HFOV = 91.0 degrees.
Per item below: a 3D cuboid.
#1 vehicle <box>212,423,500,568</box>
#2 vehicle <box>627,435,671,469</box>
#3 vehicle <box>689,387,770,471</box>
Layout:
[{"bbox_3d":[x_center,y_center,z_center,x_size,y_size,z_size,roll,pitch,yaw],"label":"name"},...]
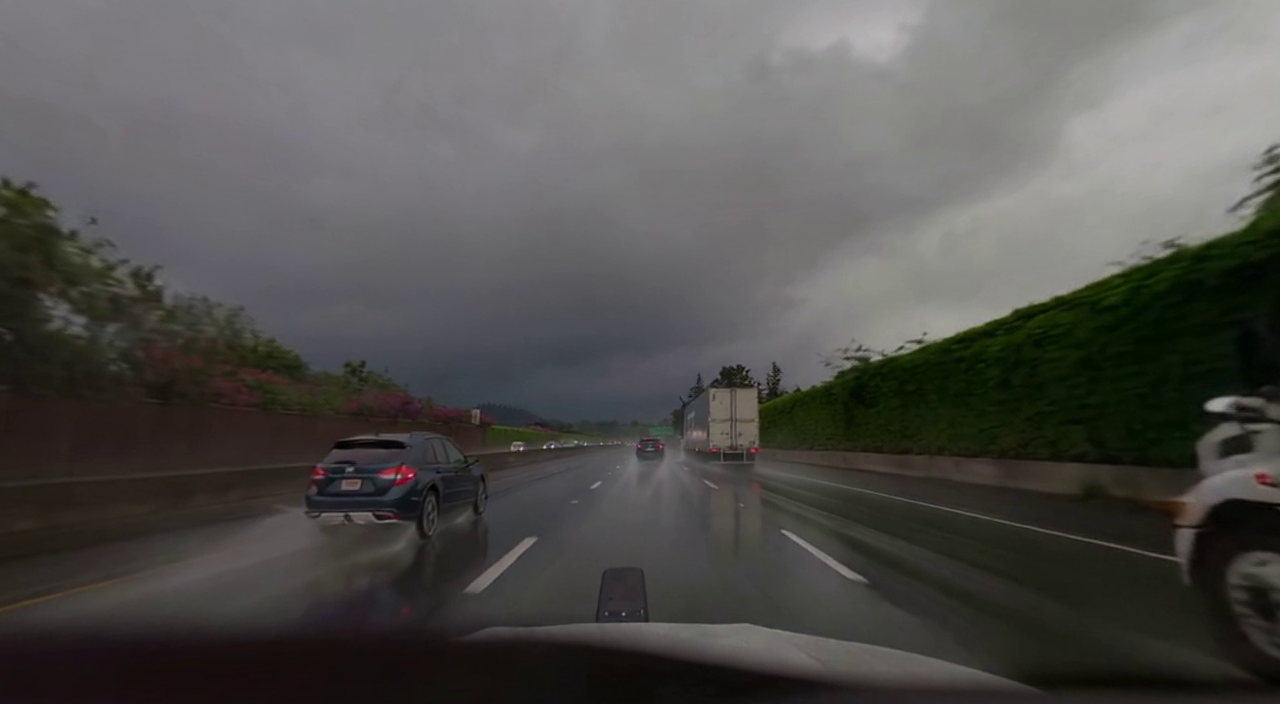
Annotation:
[{"bbox_3d":[-3.413,1.785,8.647,1.988,1.488,4.113,0,-8,1],"label":"vehicle"},{"bbox_3d":[0.488,5.696,36.089,2.389,1.760,4.473,0,-8,0],"label":"vehicle"},{"bbox_3d":[4.950,4.782,38.150,3.117,4.150,13.929,0,-8,1],"label":"vehicle"}]
